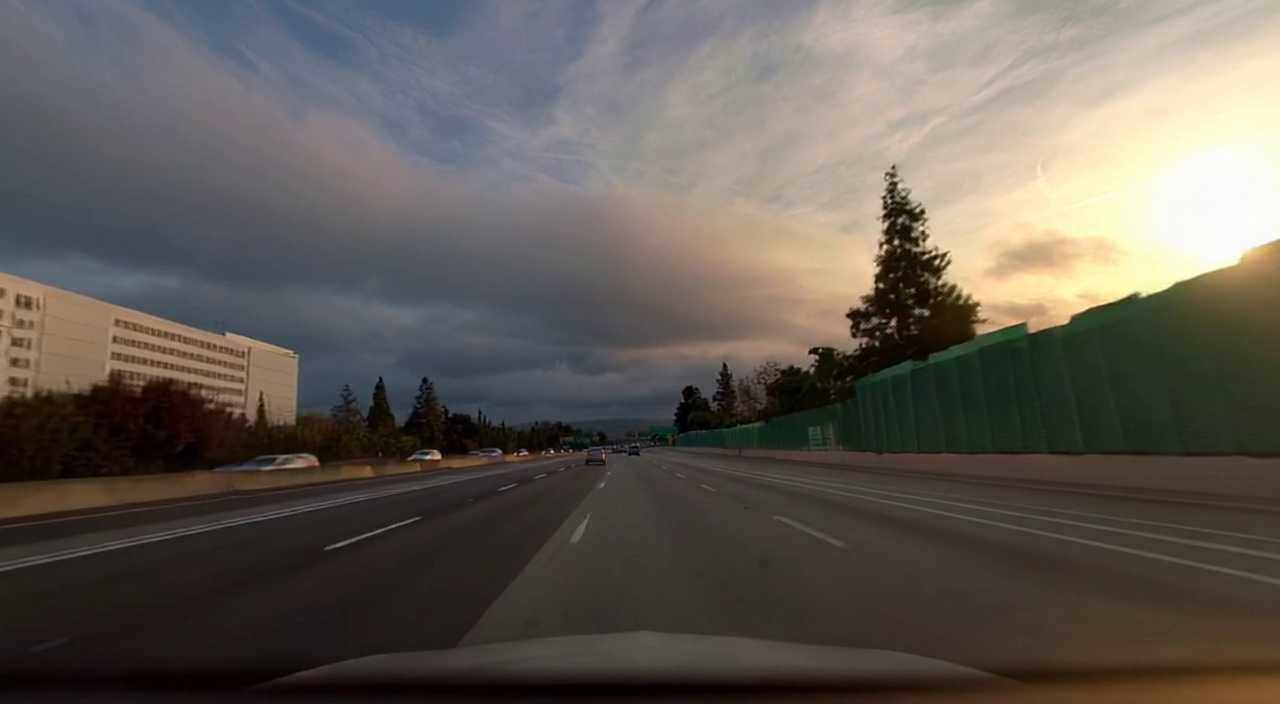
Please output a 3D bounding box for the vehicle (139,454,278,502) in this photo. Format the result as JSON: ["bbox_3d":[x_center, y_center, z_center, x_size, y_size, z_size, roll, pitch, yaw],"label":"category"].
[{"bbox_3d":[-15.501,4.507,23.017,1.946,1.531,4.538,0,-9,-2],"label":"vehicle"}]

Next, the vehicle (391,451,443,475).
[{"bbox_3d":[-15.572,7.763,44.334,1.933,1.537,4.929,0,-9,-1],"label":"vehicle"}]
